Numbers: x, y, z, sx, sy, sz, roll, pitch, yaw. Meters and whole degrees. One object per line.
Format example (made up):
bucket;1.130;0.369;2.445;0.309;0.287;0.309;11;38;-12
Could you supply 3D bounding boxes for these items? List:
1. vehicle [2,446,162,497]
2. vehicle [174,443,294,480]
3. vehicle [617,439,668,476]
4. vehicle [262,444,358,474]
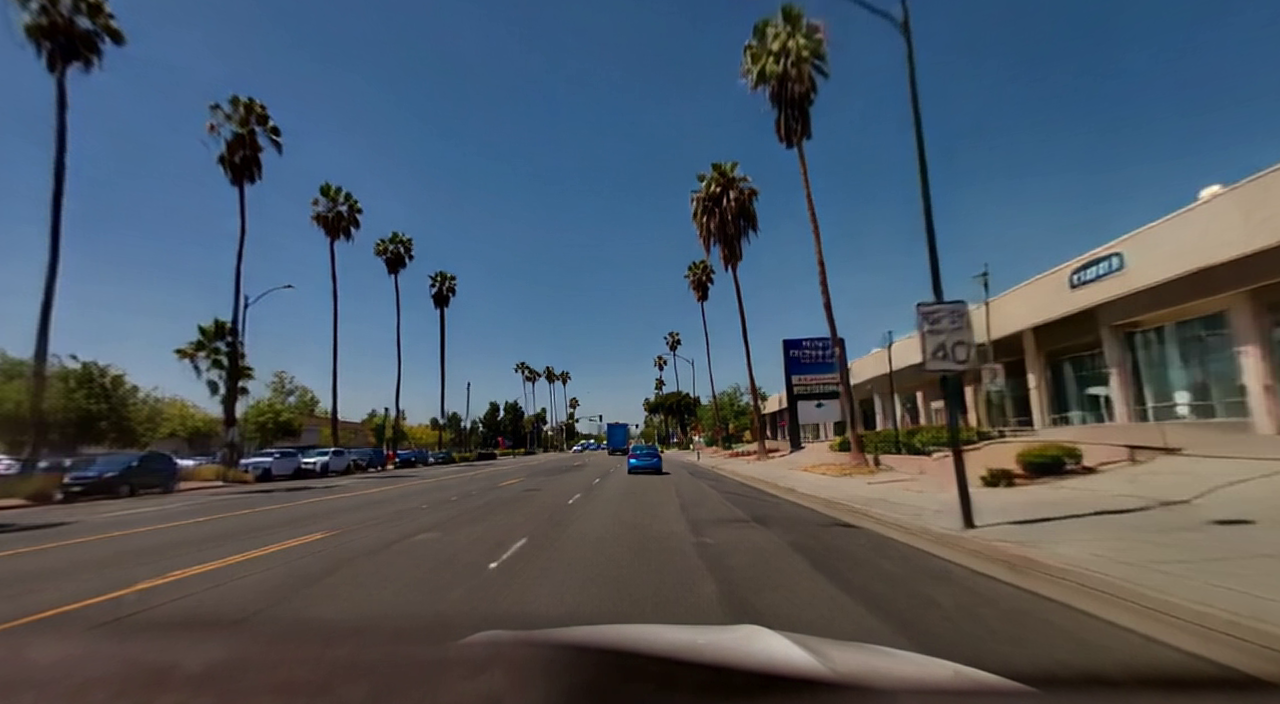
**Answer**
vehicle;-22.855;4.874;25.858;4.672;1.665;1.957;-3;-7;-2
vehicle;-22.114;5.967;34.369;4.961;1.894;2.256;0;-9;0
vehicle;0.080;4.694;28.181;2.144;1.514;4.063;0;-9;-1
vehicle;-21.358;6.927;40.816;4.979;1.893;2.084;0;-9;-2
